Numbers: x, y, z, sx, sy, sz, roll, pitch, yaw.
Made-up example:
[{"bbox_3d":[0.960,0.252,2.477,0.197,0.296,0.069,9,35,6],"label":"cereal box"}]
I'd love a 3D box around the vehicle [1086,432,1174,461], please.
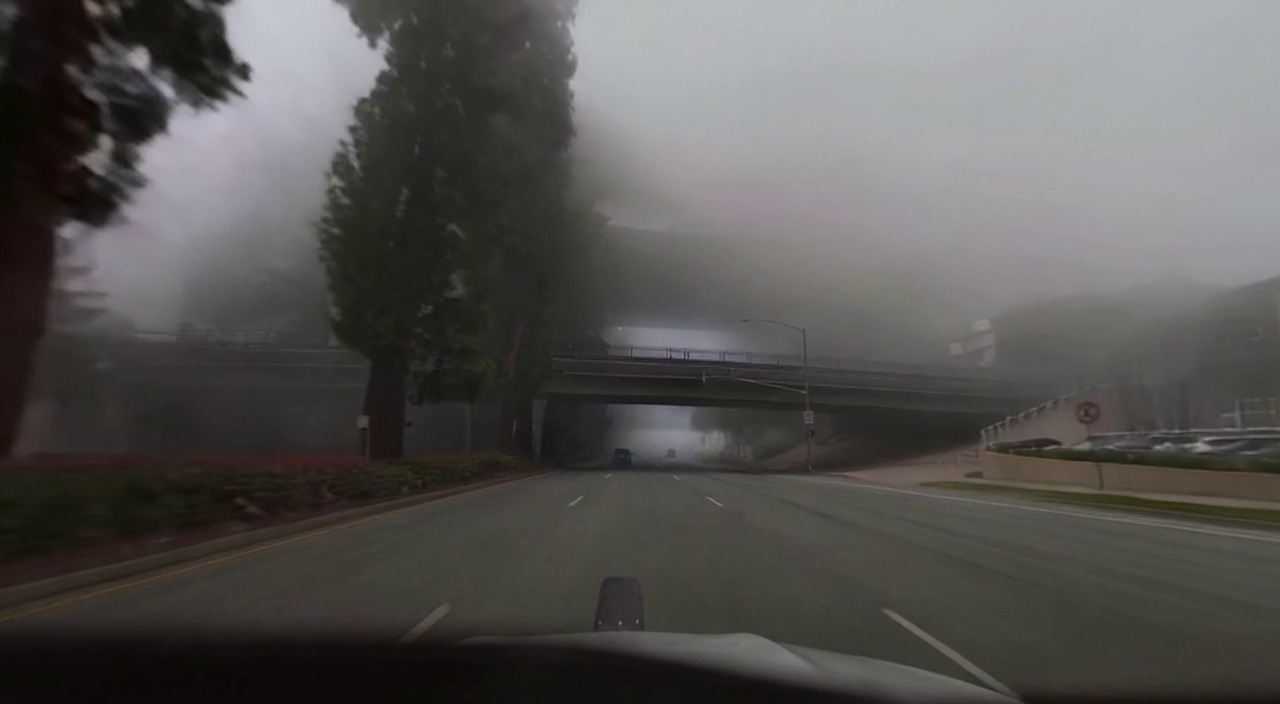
[{"bbox_3d":[30.072,5.819,38.840,3.796,1.461,1.695,-4,-9,6],"label":"vehicle"}]
